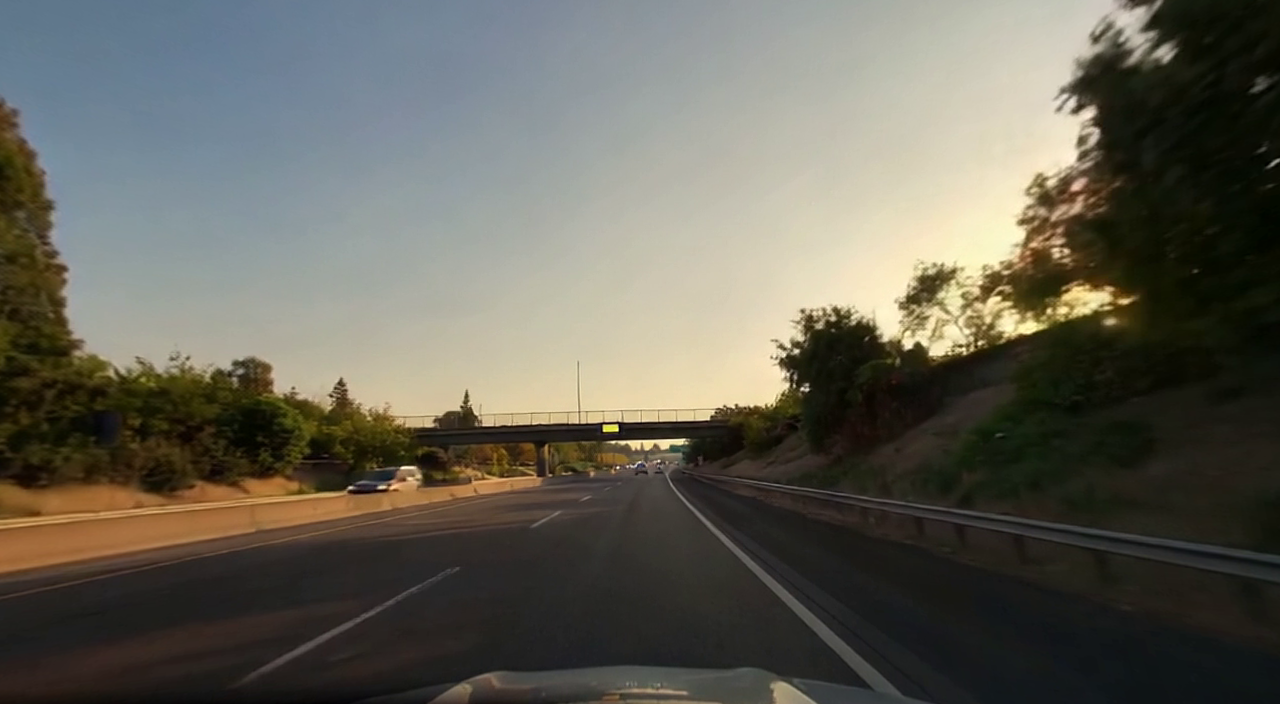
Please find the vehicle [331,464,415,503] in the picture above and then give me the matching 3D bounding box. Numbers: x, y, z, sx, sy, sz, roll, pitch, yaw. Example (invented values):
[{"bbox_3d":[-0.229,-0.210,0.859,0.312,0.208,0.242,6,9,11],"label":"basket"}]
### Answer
[{"bbox_3d":[-10.833,5.357,25.846,1.772,1.411,3.681,1,-11,0],"label":"vehicle"}]
